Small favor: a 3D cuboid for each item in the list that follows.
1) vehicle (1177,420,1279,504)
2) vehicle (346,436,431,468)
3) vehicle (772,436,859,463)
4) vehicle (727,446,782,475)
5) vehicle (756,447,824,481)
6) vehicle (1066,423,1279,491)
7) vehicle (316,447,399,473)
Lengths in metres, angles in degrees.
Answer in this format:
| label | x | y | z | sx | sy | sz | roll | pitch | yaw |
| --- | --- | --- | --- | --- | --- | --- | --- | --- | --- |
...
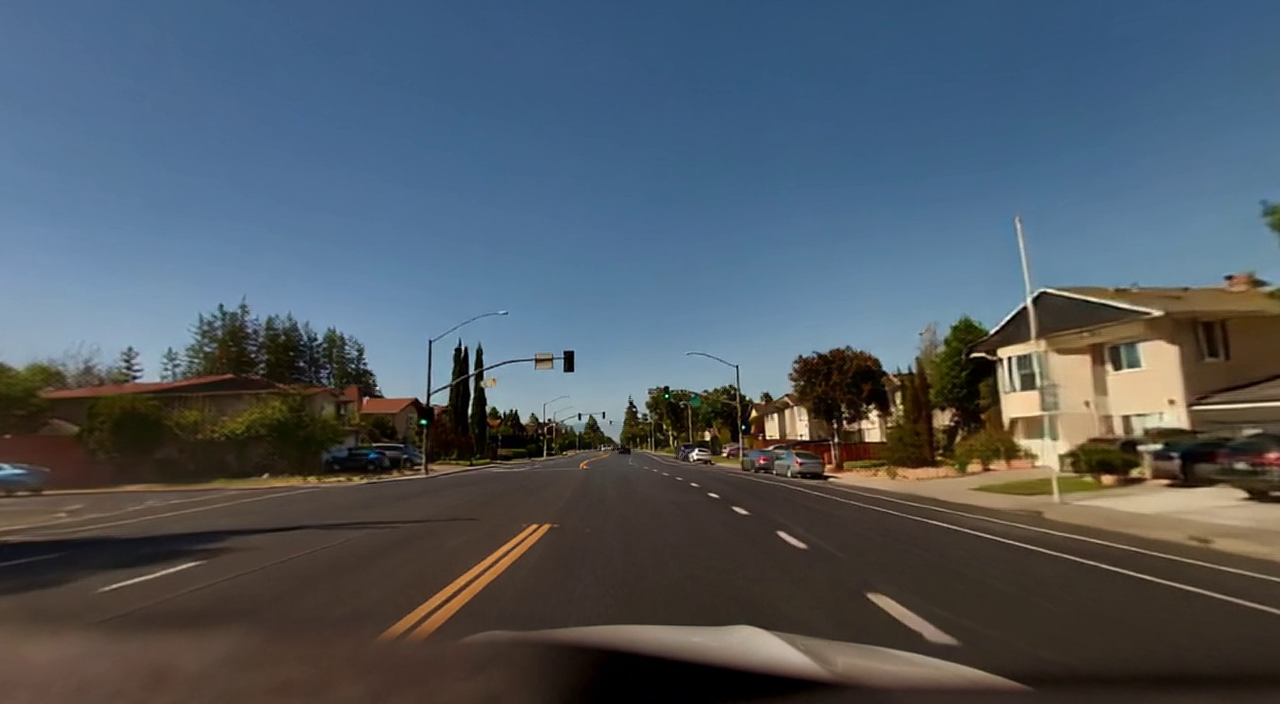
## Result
| label | x | y | z | sx | sy | sz | roll | pitch | yaw |
| --- | --- | --- | --- | --- | --- | --- | --- | --- | --- |
| vehicle | 15.316 | 2.459 | 14.325 | 4.401 | 1.756 | 1.983 | 0 | -8 | -1 |
| vehicle | -18.842 | 7.559 | 47.578 | 5.096 | 2.070 | 2.687 | 2 | -9 | 0 |
| vehicle | 13.550 | 7.547 | 49.025 | 5.974 | 1.840 | 2.185 | -1 | -7 | -1 |
| vehicle | 6.715 | 6.402 | 37.601 | 1.934 | 1.504 | 4.928 | 4 | -9 | -4 |
| vehicle | 7.333 | 5.518 | 31.410 | 1.951 | 1.528 | 4.366 | 1 | -9 | -5 |
| vehicle | 16.607 | 3.255 | 19.808 | 4.782 | 1.810 | 2.247 | -2 | -8 | 0 |
| vehicle | -18.625 | 7.147 | 41.858 | 4.598 | 1.445 | 1.973 | -2 | -9 | -2 |
